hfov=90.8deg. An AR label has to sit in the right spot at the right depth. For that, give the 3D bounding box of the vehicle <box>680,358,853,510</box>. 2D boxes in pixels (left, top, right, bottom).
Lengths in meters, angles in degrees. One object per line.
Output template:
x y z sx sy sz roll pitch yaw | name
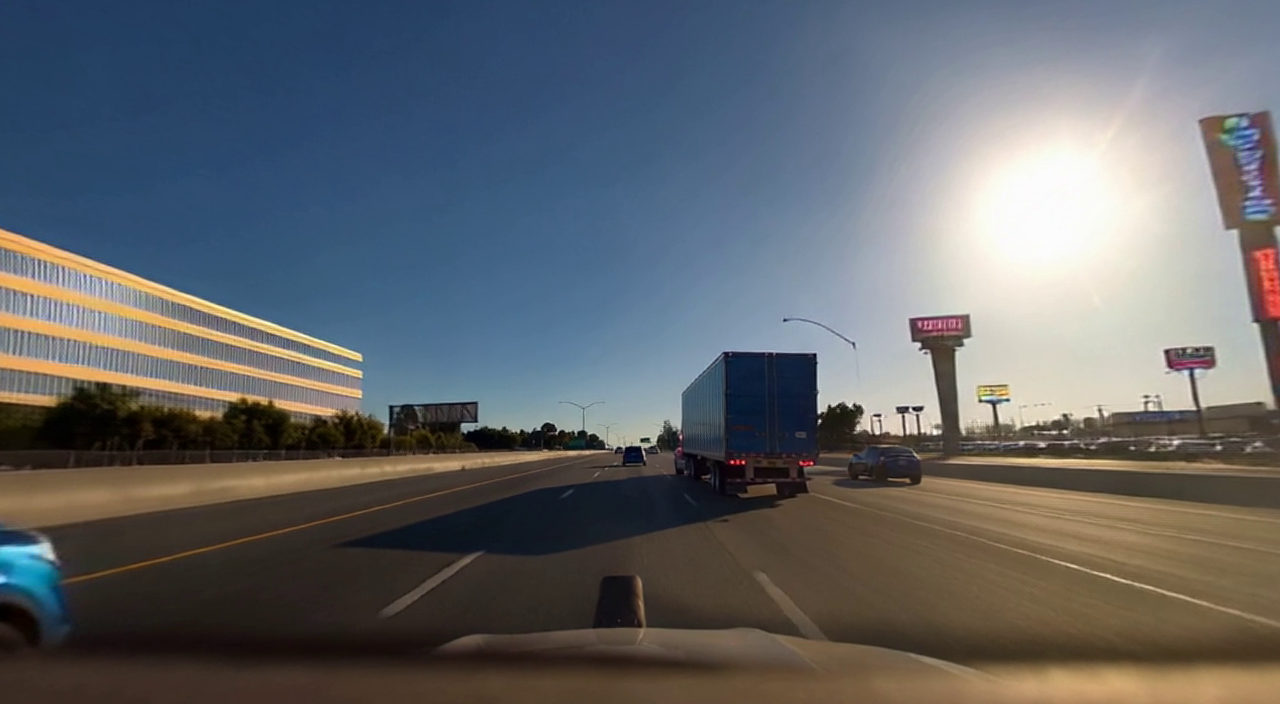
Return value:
3.114 2.595 19.409 2.934 3.325 10.986 0 -9 -1 | vehicle

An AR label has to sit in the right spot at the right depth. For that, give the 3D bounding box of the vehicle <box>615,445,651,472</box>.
-0.359 6.050 36.077 1.929 1.395 3.999 0 -9 0 | vehicle

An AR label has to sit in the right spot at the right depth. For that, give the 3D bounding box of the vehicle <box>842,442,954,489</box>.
9.141 4.050 22.895 2.105 1.494 4.537 0 -9 0 | vehicle
